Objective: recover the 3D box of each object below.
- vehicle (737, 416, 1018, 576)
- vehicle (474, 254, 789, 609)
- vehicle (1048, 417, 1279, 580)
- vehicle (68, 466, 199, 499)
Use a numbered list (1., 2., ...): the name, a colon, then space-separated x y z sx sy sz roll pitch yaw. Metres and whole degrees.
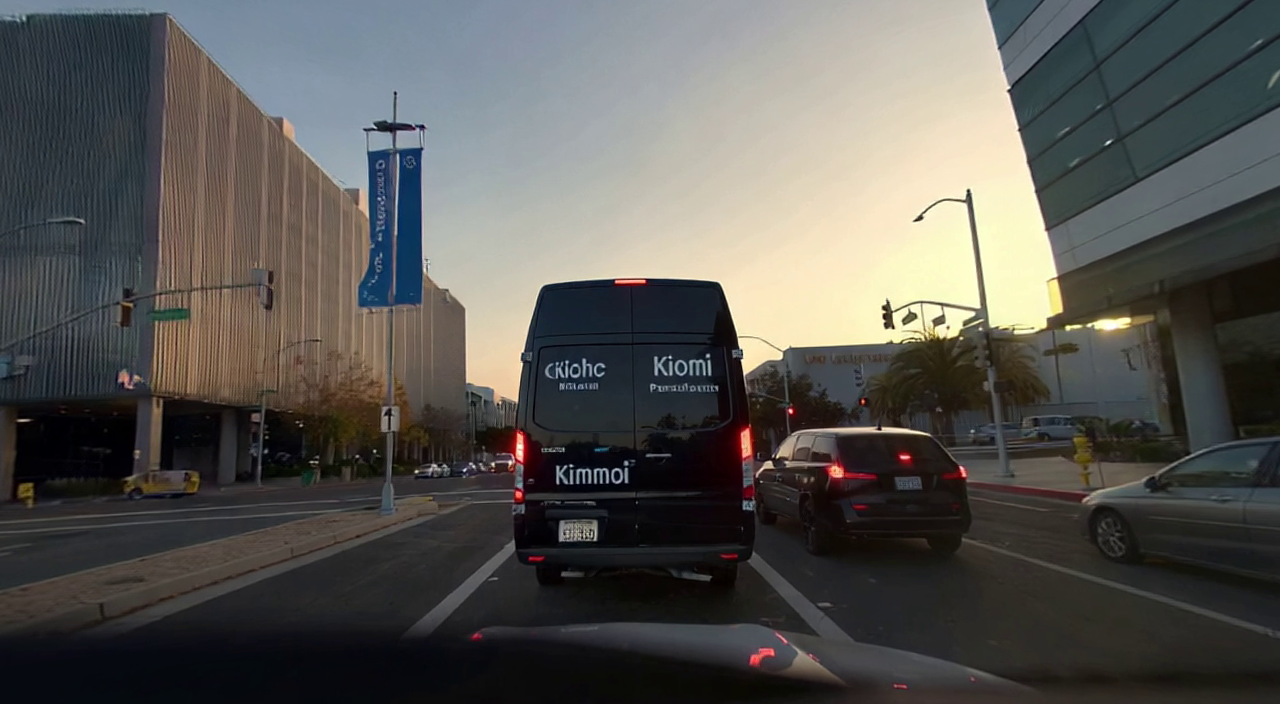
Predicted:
1. vehicle: 2.880 1.867 9.050 2.183 1.676 4.506 0 -8 -1
2. vehicle: -0.030 1.165 9.080 2.613 3.035 7.342 0 -8 1
3. vehicle: 7.530 1.587 7.013 1.963 1.669 4.678 3 -9 -20
4. vehicle: -26.206 6.752 32.880 4.888 1.481 1.873 2 -9 -16
